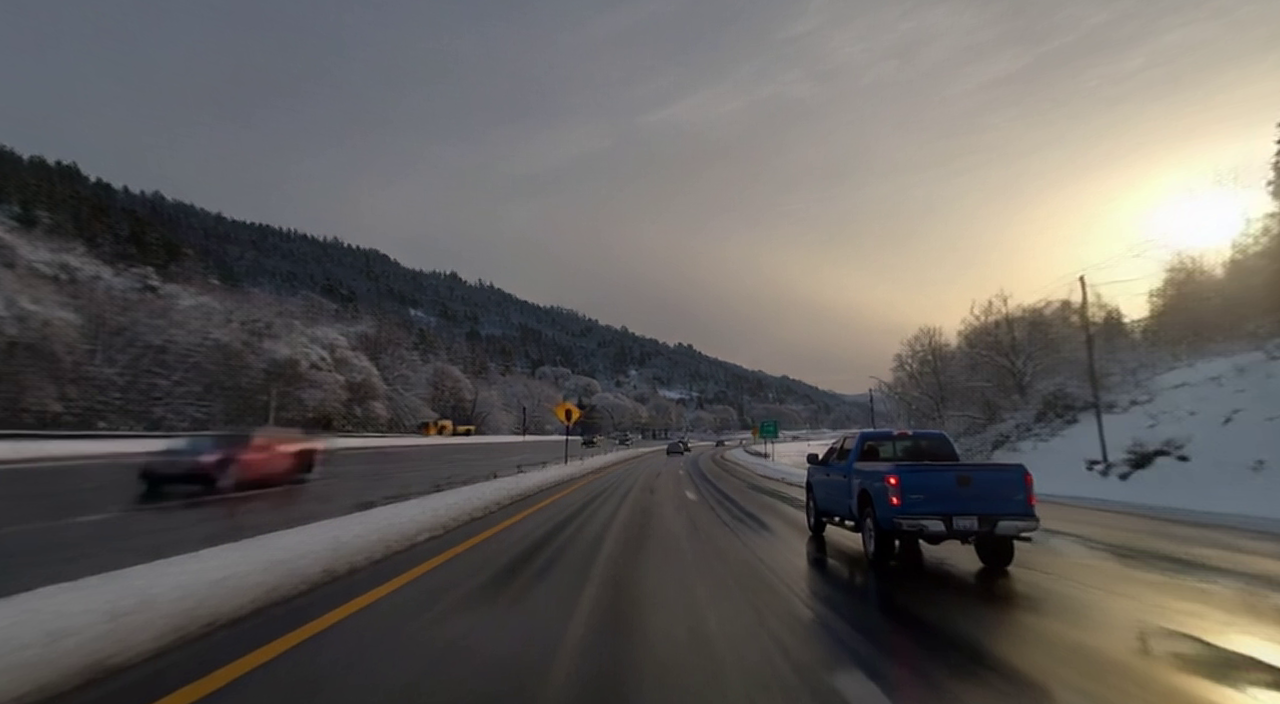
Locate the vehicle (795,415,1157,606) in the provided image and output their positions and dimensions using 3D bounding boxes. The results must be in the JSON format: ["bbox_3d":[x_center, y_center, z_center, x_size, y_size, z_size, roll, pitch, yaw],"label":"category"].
[{"bbox_3d":[3.679,1.812,8.241,2.151,1.744,4.709,0,-9,1],"label":"vehicle"}]

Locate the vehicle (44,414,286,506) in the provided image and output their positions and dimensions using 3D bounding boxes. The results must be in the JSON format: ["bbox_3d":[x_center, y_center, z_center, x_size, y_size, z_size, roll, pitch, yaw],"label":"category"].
[{"bbox_3d":[-10.274,2.383,14.234,2.011,1.723,4.375,0,-9,0],"label":"vehicle"}]
